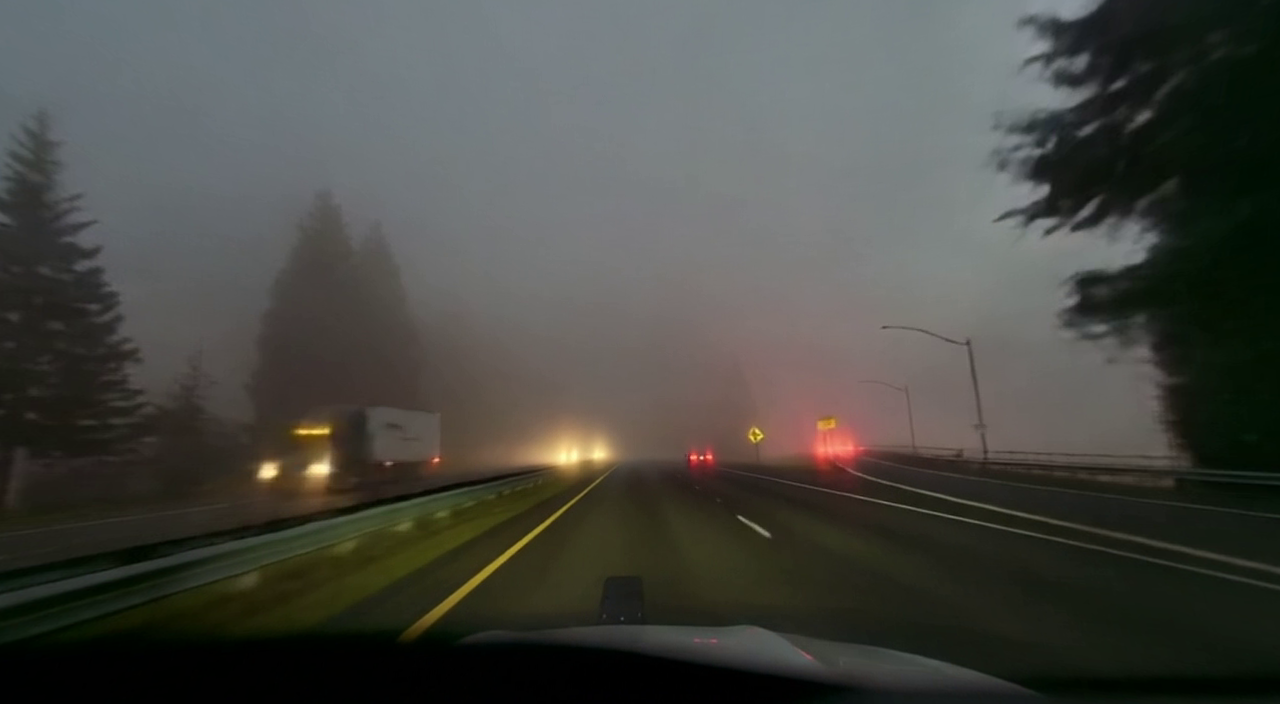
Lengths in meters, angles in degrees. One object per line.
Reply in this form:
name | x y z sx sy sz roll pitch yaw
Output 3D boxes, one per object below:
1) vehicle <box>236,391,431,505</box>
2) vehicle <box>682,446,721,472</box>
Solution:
vehicle | -12.976 4.357 28.641 2.904 4.097 11.763 0 -9 0
vehicle | 3.865 6.826 40.343 2.013 1.584 3.995 0 -9 -1
